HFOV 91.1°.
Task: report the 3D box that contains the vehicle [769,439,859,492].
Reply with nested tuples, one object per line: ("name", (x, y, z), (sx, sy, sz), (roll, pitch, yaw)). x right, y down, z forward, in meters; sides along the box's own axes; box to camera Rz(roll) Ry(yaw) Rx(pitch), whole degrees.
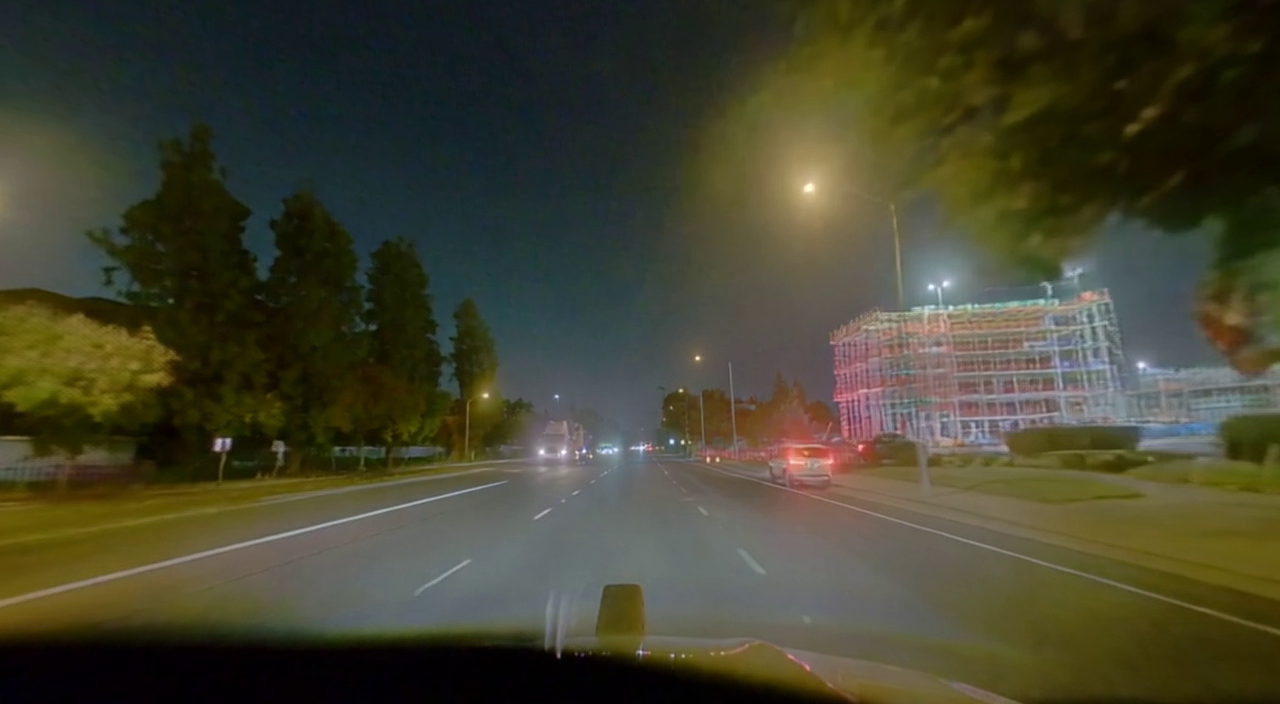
("vehicle", (6.781, 4.479, 25.085), (2.169, 1.880, 4.849), (0, -9, 0))

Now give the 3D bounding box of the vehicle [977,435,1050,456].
("vehicle", (29.403, 7.346, 49.484), (4.455, 1.607, 1.950), (0, -7, 3))

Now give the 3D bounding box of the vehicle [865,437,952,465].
("vehicle", (16.636, 6.154, 39.072), (4.422, 1.677, 2.004), (0, -9, -1))
